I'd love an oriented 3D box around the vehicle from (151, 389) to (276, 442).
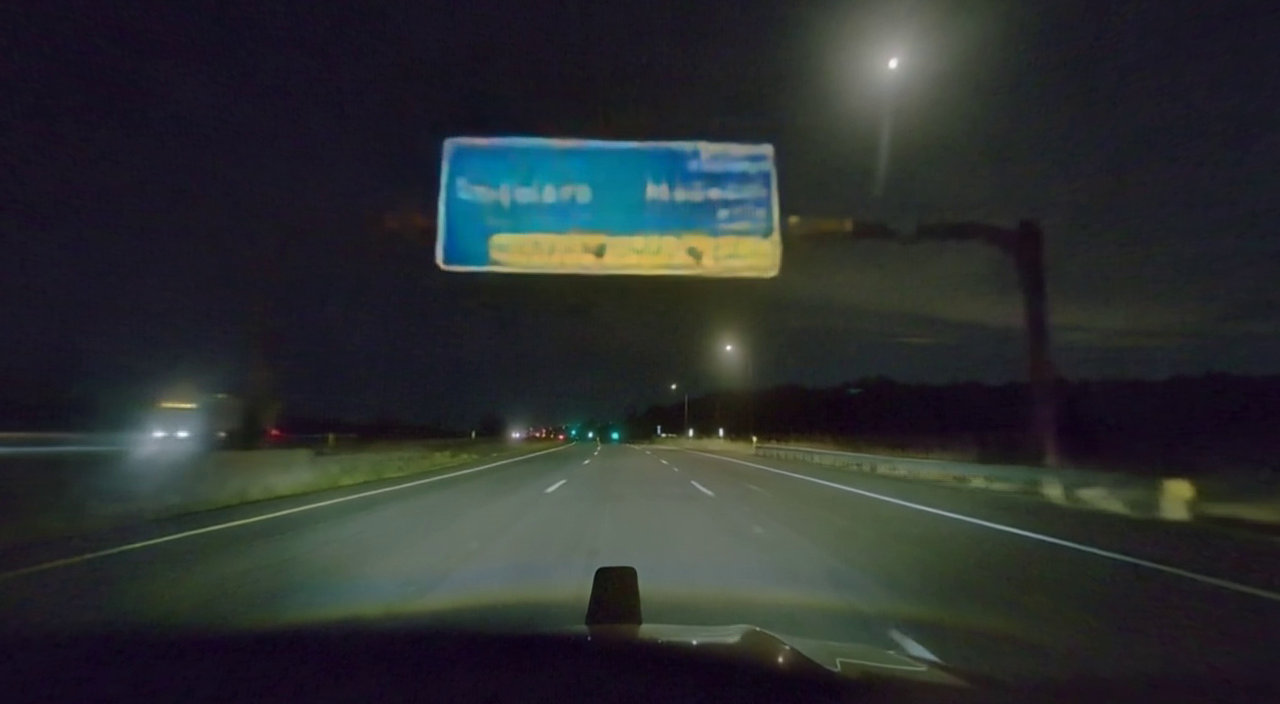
[{"bbox_3d":[-26.795,4.181,40.167,2.725,2.979,7.785,0,-8,-3],"label":"vehicle"}]
